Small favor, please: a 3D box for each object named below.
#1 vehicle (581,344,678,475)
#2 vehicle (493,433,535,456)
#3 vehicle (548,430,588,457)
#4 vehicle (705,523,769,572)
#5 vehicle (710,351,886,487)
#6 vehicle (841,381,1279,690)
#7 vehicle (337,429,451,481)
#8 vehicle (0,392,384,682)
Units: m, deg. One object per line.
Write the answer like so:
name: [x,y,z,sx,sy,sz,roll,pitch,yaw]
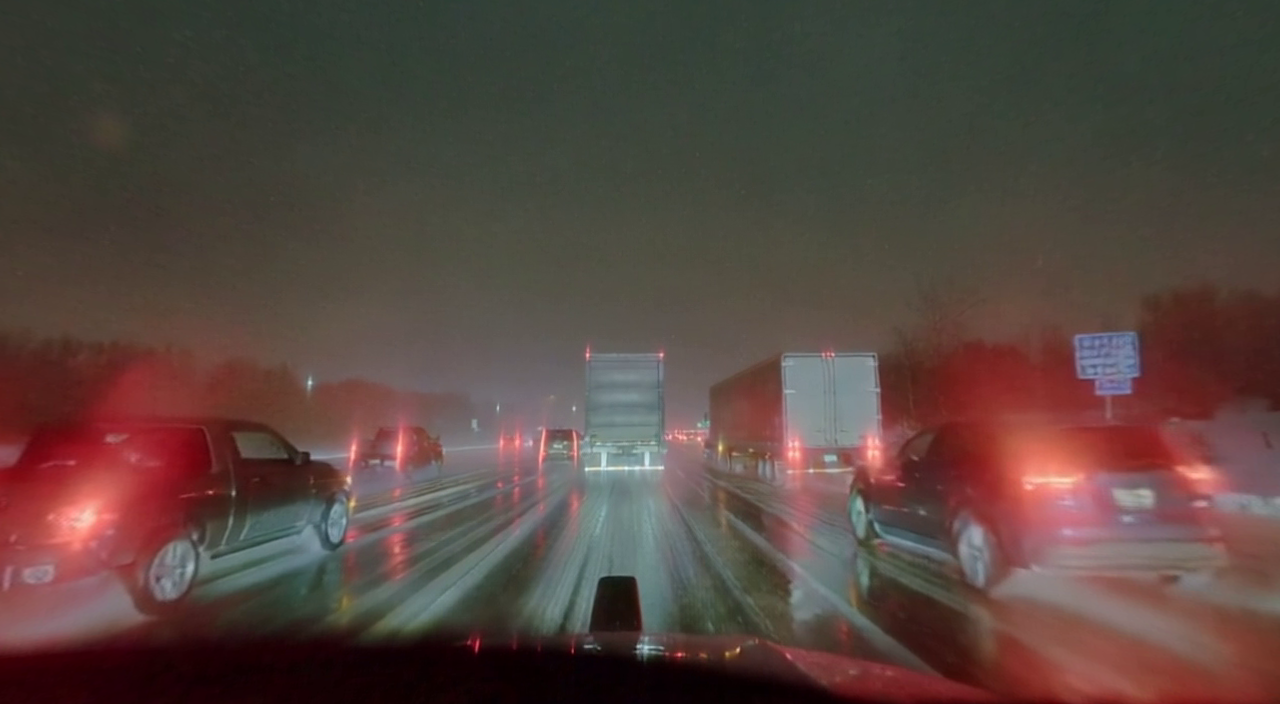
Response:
vehicle: [-0.454,2.414,24.411,2.938,4.033,9.980,0,-8,-1]
vehicle: [-8.569,6.352,43.261,2.019,1.471,4.347,0,-8,0]
vehicle: [-4.523,5.796,40.026,1.986,1.612,4.155,0,-8,1]
vehicle: [5.007,10.158,32.823,2.835,2.000,2.696,0,-7,-2]
vehicle: [5.353,2.908,25.284,2.863,3.936,14.058,0,-8,-3]
vehicle: [3.356,1.174,5.206,1.976,1.513,4.065,0,-8,-1]
vehicle: [-7.804,3.296,20.462,1.909,1.479,4.425,0,-8,0]
vehicle: [-3.867,1.215,5.226,1.882,1.493,3.828,0,-8,0]
